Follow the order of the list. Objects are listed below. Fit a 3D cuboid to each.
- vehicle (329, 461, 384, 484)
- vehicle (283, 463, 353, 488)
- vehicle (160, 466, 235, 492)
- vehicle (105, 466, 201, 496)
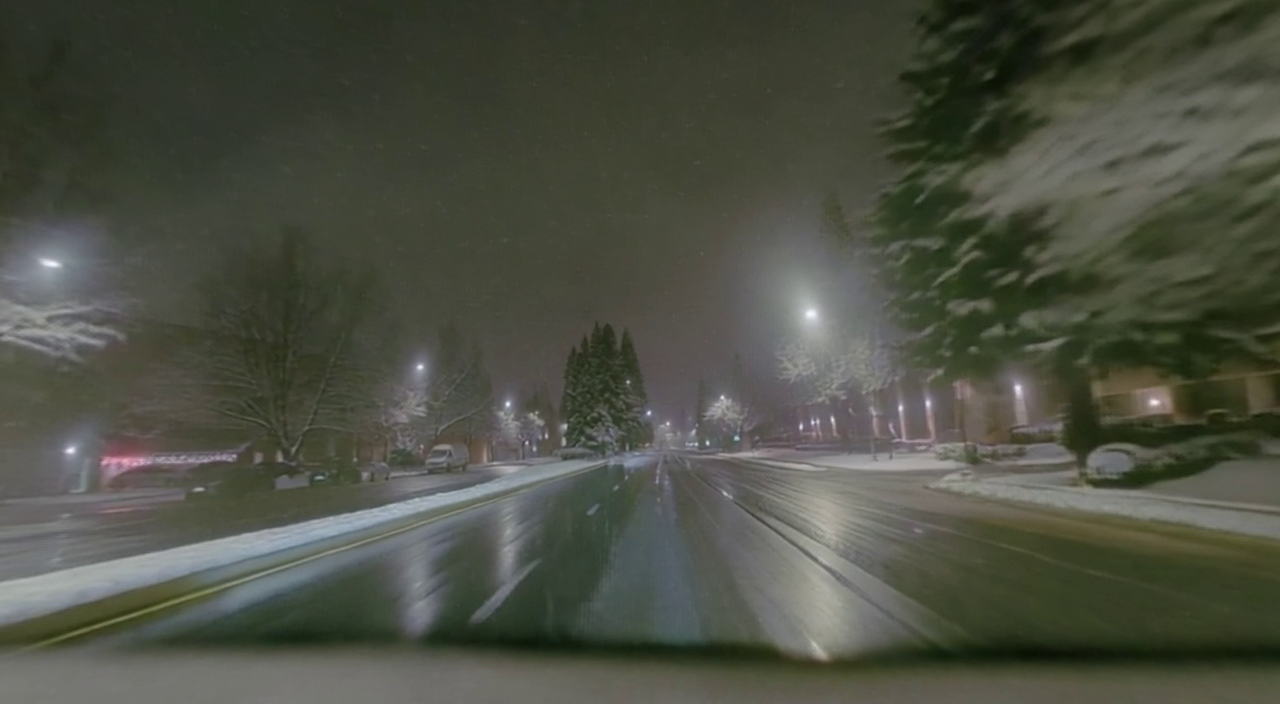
[{"bbox_3d":[-20.691,8.792,46.174,1.820,1.459,4.559,0,-9,2],"label":"vehicle"},{"bbox_3d":[-20.788,7.992,40.844,1.929,1.393,4.611,0,-9,3],"label":"vehicle"},{"bbox_3d":[-27.482,7.880,39.243,1.872,1.413,3.806,0,-9,1],"label":"vehicle"},{"bbox_3d":[-29.987,7.927,39.001,1.870,1.601,5.128,0,-9,-1],"label":"vehicle"}]
